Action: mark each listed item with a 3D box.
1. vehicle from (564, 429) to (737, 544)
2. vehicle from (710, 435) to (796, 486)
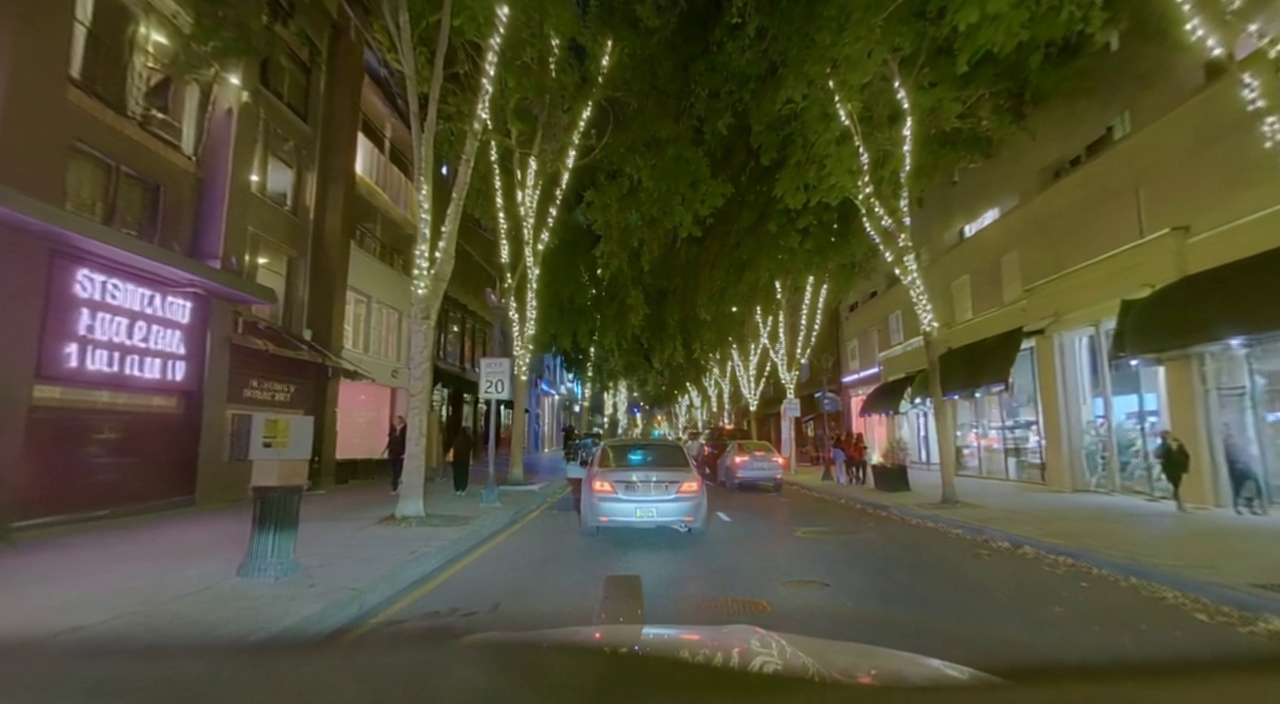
[{"bbox_3d":[0.108,2.076,10.405,2.261,1.474,4.130,0,-8,-1],"label":"vehicle"},{"bbox_3d":[3.664,3.617,21.325,2.025,1.523,4.426,0,-9,-1],"label":"vehicle"}]
